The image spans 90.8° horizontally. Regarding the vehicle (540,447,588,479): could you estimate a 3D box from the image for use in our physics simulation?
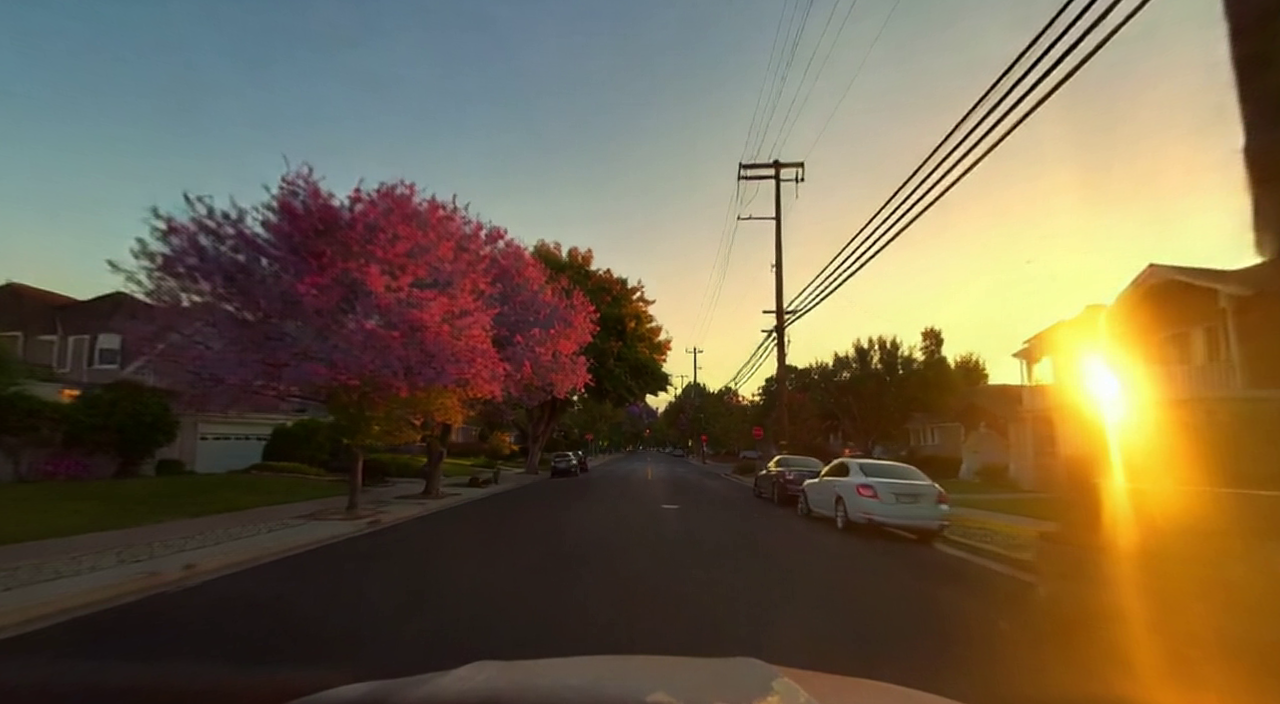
[{"bbox_3d":[-4.085,6.034,34.702,1.938,1.508,4.481,0,-8,2],"label":"vehicle"}]

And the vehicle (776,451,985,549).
[{"bbox_3d":[4.254,2.682,12.234,2.006,1.489,4.753,1,-9,-3],"label":"vehicle"}]

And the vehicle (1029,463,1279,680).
[{"bbox_3d":[6.180,1.833,6.102,4.526,1.449,2.075,5,-10,-29],"label":"vehicle"}]
